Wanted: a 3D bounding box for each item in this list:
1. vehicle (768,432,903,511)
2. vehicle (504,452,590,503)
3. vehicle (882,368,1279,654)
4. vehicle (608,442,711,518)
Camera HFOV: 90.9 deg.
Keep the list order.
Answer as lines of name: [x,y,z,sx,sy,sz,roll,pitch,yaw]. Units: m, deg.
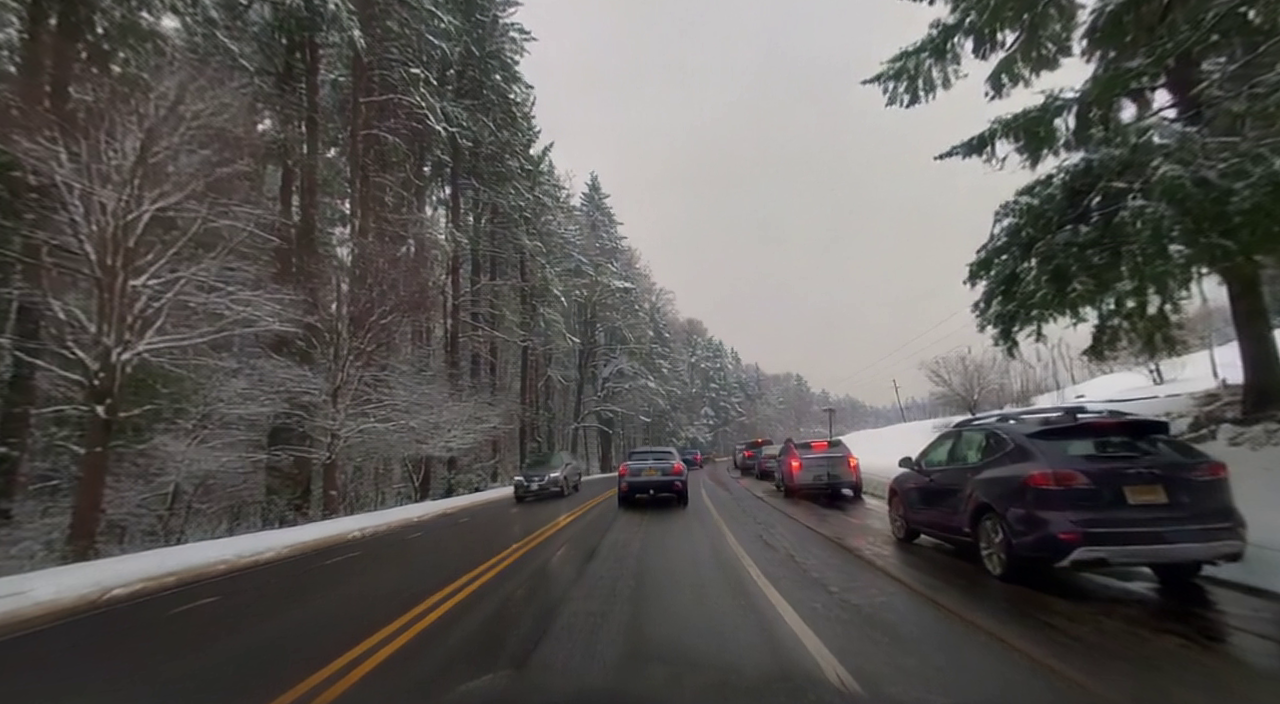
vehicle: [4.581,2.861,15.629,1.957,1.629,4.609,0,-8,1]
vehicle: [-3.167,4.369,22.384,2.087,1.449,4.575,-3,-9,4]
vehicle: [4.284,1.339,6.407,1.968,1.783,4.826,0,-8,3]
vehicle: [0.468,2.905,14.868,2.078,1.521,4.058,0,-8,2]
